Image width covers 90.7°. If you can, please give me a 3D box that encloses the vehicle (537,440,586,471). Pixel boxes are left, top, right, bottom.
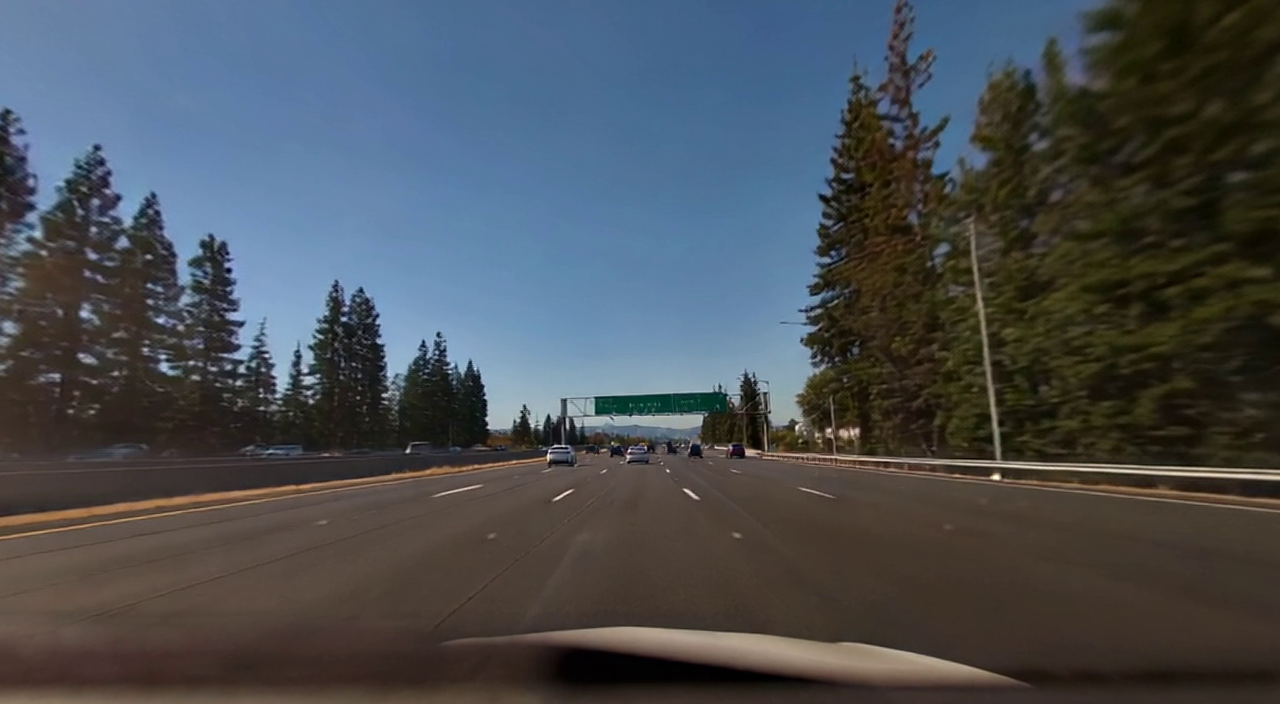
[{"bbox_3d":[-4.589,6.132,37.494,2.260,1.706,4.177,0,-9,1],"label":"vehicle"}]

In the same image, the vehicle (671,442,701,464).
[{"bbox_3d":[3.581,7.917,49.810,2.084,1.624,3.935,0,-9,0],"label":"vehicle"}]

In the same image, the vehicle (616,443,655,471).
[{"bbox_3d":[-0.237,6.083,36.750,2.146,1.485,4.332,0,-9,0],"label":"vehicle"}]
